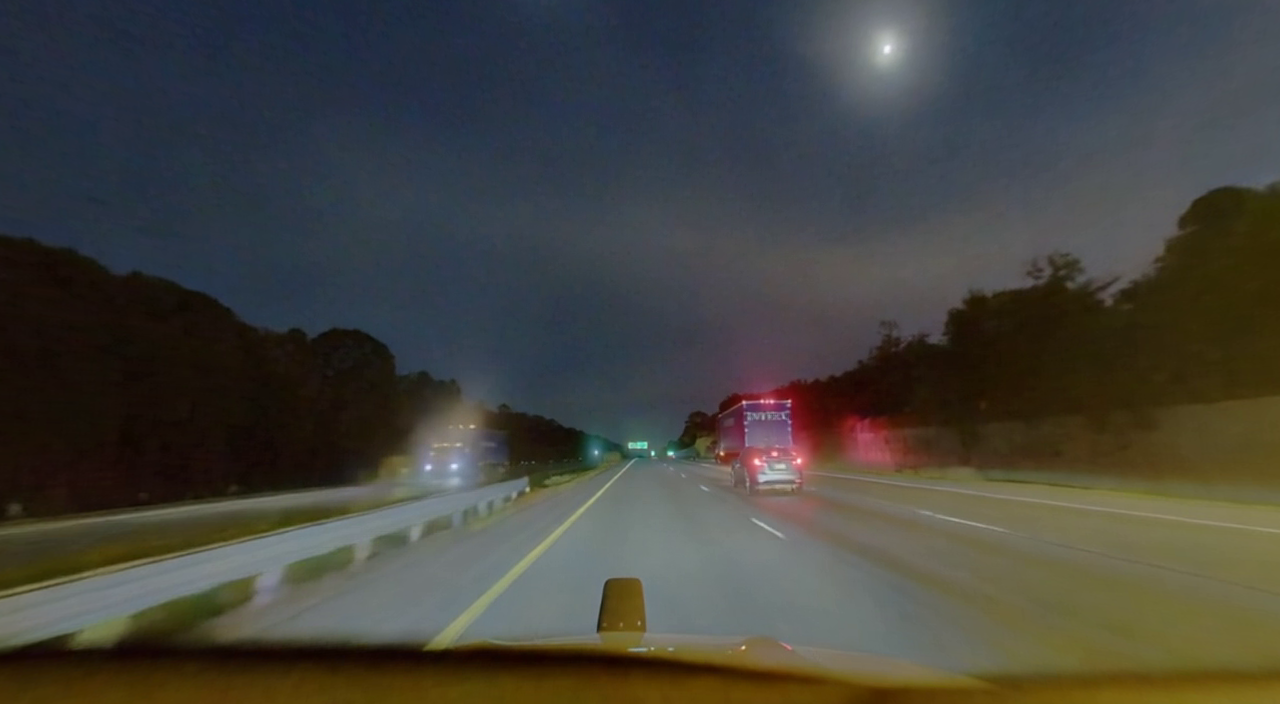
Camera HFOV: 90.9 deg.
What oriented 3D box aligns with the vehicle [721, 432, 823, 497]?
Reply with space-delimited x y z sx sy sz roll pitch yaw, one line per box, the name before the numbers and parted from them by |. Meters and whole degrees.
vehicle | 3.867 3.400 19.279 2.093 1.742 4.167 0 -9 -1
